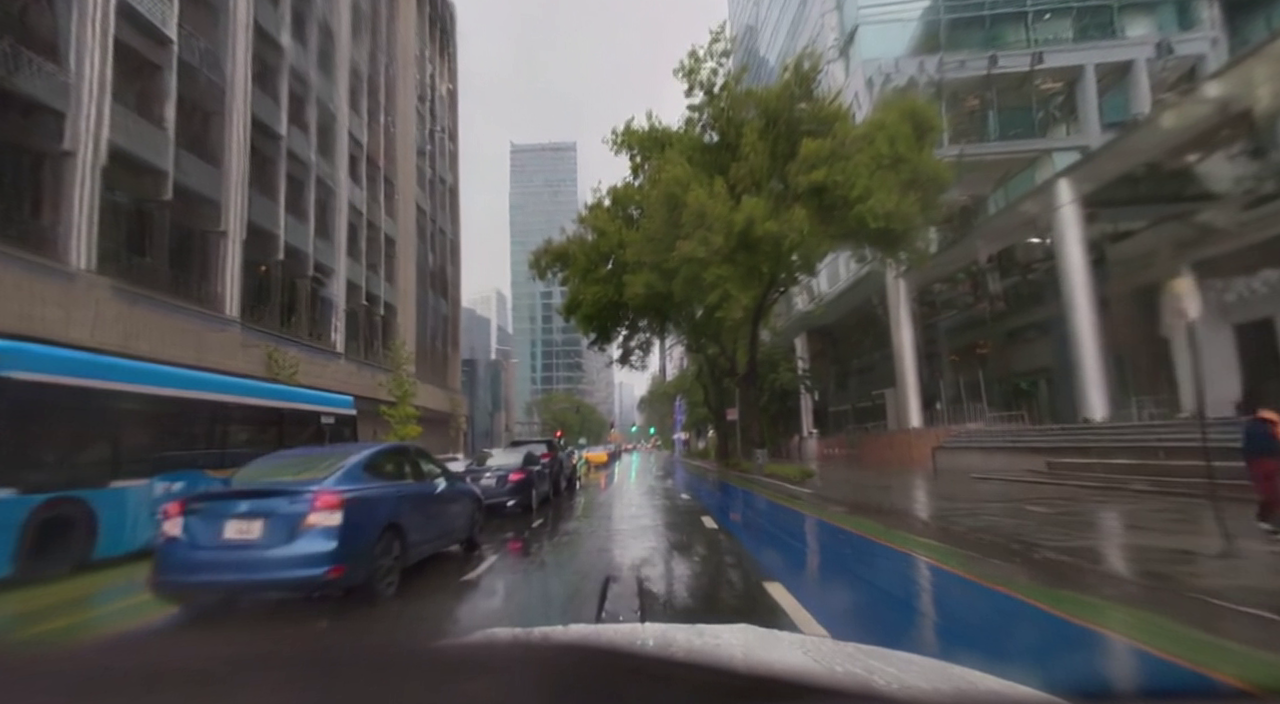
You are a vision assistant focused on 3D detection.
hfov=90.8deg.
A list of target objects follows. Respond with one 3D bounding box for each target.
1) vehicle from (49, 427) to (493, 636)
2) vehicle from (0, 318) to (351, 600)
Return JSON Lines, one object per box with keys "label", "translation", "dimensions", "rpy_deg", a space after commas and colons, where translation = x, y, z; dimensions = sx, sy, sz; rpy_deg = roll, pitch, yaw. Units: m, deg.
{"label": "vehicle", "translation": [-3.499, 1.783, 7.460], "dimensions": [2.266, 1.621, 4.783], "rpy_deg": [-1, -8, 1]}
{"label": "vehicle", "translation": [-9.372, 2.035, 11.632], "dimensions": [3.233, 3.399, 10.283], "rpy_deg": [-8, -8, -1]}
